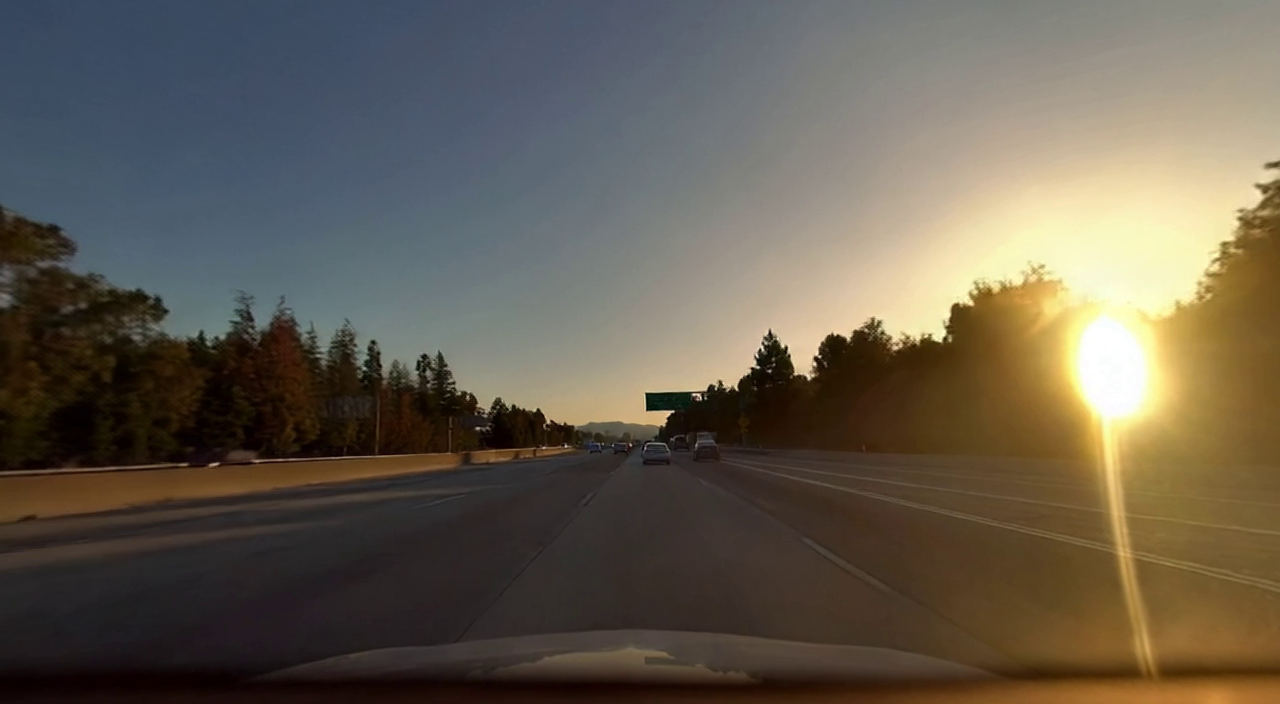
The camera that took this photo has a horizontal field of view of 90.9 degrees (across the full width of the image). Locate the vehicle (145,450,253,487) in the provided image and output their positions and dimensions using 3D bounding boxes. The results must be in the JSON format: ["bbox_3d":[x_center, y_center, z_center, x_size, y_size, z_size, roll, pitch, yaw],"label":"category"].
[{"bbox_3d":[-21.471,5.657,31.000,1.967,1.650,4.627,0,-8,0],"label":"vehicle"}]

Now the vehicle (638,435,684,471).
[{"bbox_3d":[1.038,5.395,33.840,2.260,1.766,4.348,0,-8,0],"label":"vehicle"}]
